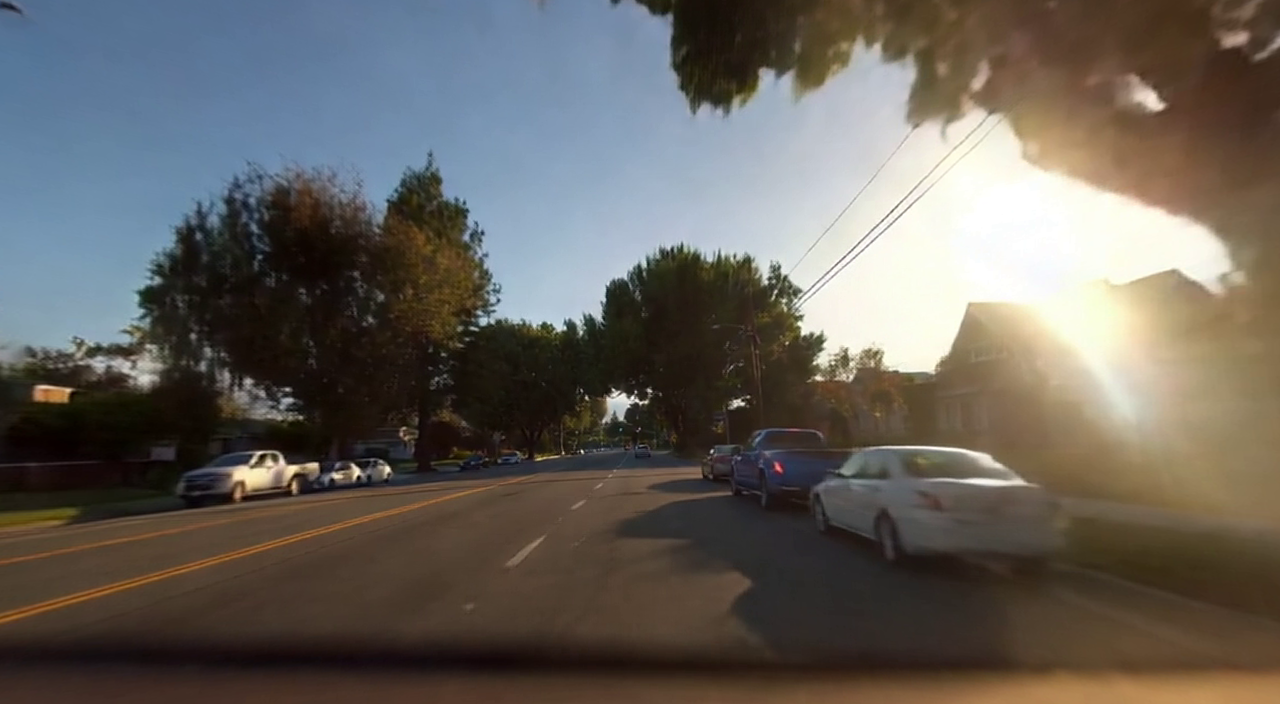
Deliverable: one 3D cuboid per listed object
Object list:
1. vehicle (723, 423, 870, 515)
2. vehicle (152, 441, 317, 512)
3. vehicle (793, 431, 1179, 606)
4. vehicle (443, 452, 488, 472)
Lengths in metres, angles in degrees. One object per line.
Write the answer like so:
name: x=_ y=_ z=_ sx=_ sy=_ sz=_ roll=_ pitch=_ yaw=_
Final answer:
vehicle: x=3.483 y=2.751 z=15.374 sx=2.112 sy=1.802 sz=5.474 roll=0 pitch=-9 yaw=-1
vehicle: x=-13.753 y=4.218 z=22.033 sx=2.155 sy=1.991 sz=5.722 roll=-3 pitch=-9 yaw=-2
vehicle: x=3.611 y=1.826 z=8.062 sx=1.911 sy=1.471 sz=5.151 roll=0 pitch=-9 yaw=-2
vehicle: x=-13.704 y=8.648 z=49.786 sx=1.901 sy=1.481 sz=4.636 roll=-1 pitch=-9 yaw=4
